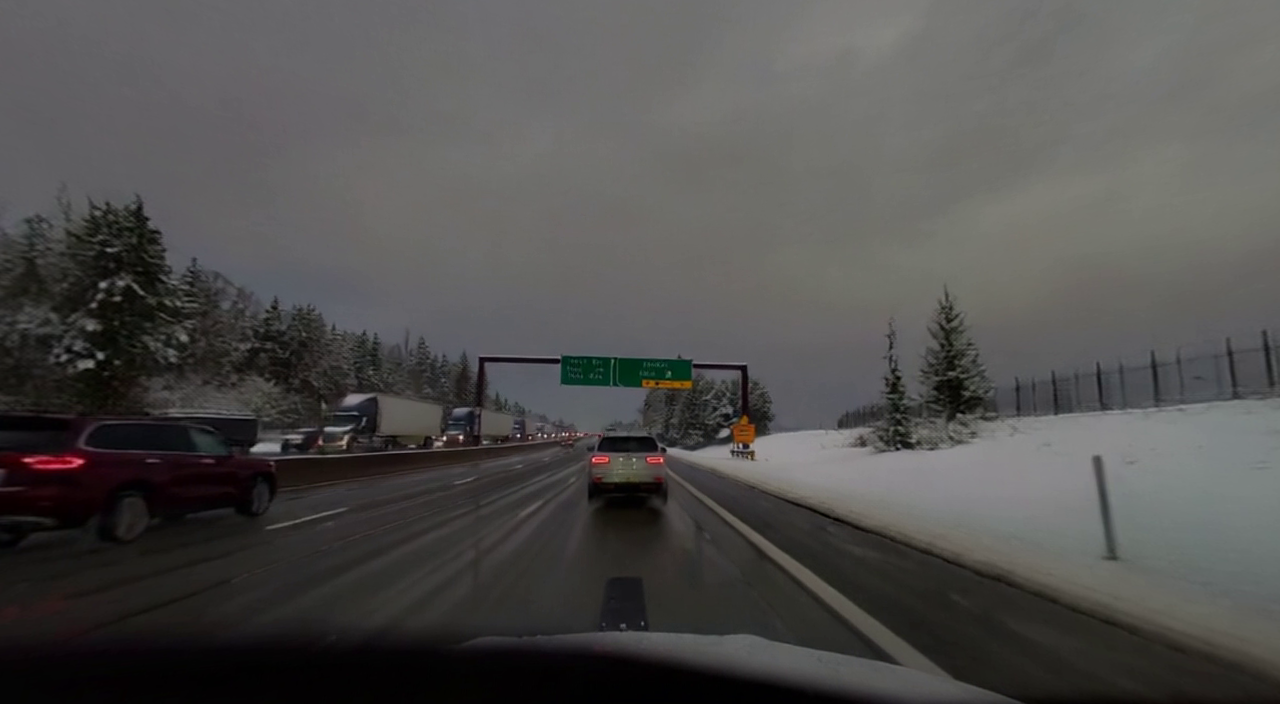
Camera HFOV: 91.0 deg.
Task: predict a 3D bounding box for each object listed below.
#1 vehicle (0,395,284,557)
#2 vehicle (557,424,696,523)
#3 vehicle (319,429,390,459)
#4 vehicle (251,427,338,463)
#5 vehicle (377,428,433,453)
[{"bbox_3d":[-7.400,1.588,8.738,2.325,1.663,4.426,0,-8,-1],"label":"vehicle"},{"bbox_3d":[-0.229,2.181,11.929,2.127,1.497,4.445,0,-8,0],"label":"vehicle"},{"bbox_3d":[-15.261,4.939,33.893,1.865,1.476,4.348,0,-8,-1],"label":"vehicle"},{"bbox_3d":[-15.155,4.090,27.804,1.773,1.481,3.722,0,-8,-1],"label":"vehicle"},{"bbox_3d":[-15.346,5.833,41.305,2.004,1.551,4.231,0,-8,-1],"label":"vehicle"}]
